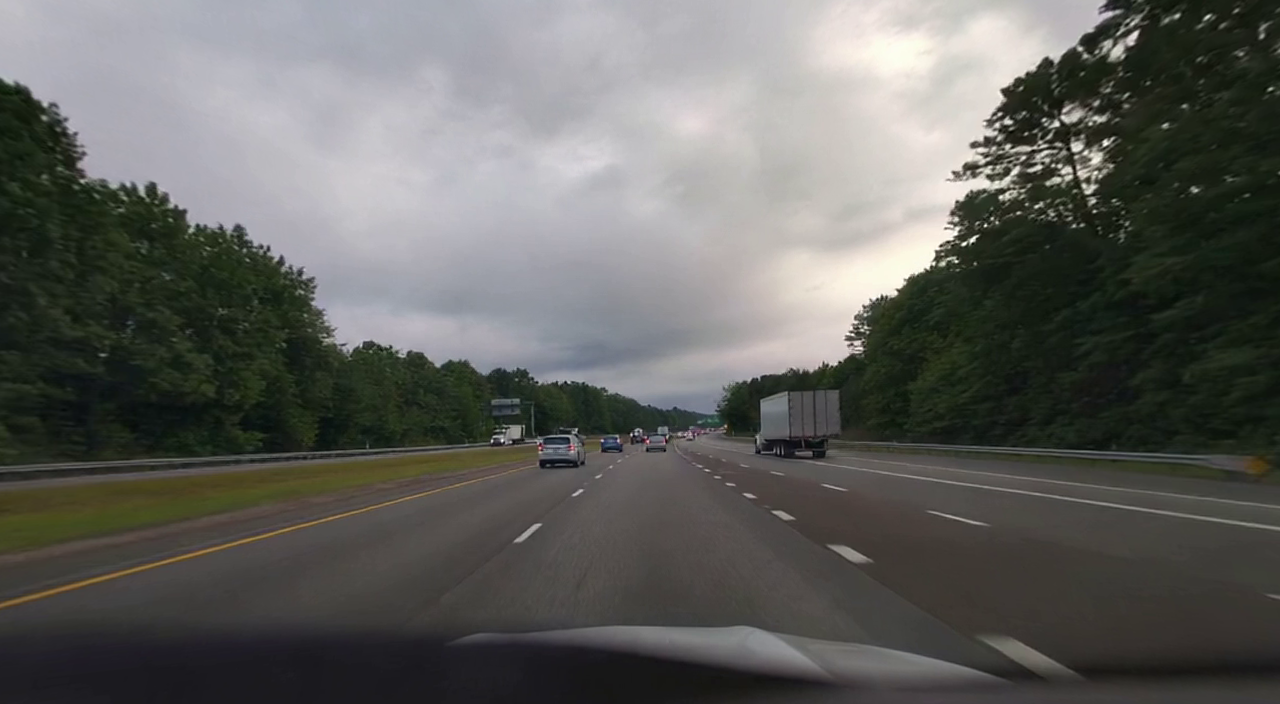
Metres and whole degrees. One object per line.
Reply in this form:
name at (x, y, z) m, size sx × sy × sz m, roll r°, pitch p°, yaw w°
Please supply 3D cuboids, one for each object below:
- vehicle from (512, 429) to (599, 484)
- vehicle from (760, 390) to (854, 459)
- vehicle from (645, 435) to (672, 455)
vehicle at (-2.659, 3.394, 20.945) m, size 2.137 × 1.618 × 4.209 m, roll 0°, pitch -8°, yaw 2°
vehicle at (10.509, 4.815, 41.072) m, size 2.999 × 3.901 × 10.127 m, roll 0°, pitch -8°, yaw -2°
vehicle at (1.422, 7.250, 49.333) m, size 2.004 × 1.465 × 3.842 m, roll 0°, pitch -8°, yaw 1°
